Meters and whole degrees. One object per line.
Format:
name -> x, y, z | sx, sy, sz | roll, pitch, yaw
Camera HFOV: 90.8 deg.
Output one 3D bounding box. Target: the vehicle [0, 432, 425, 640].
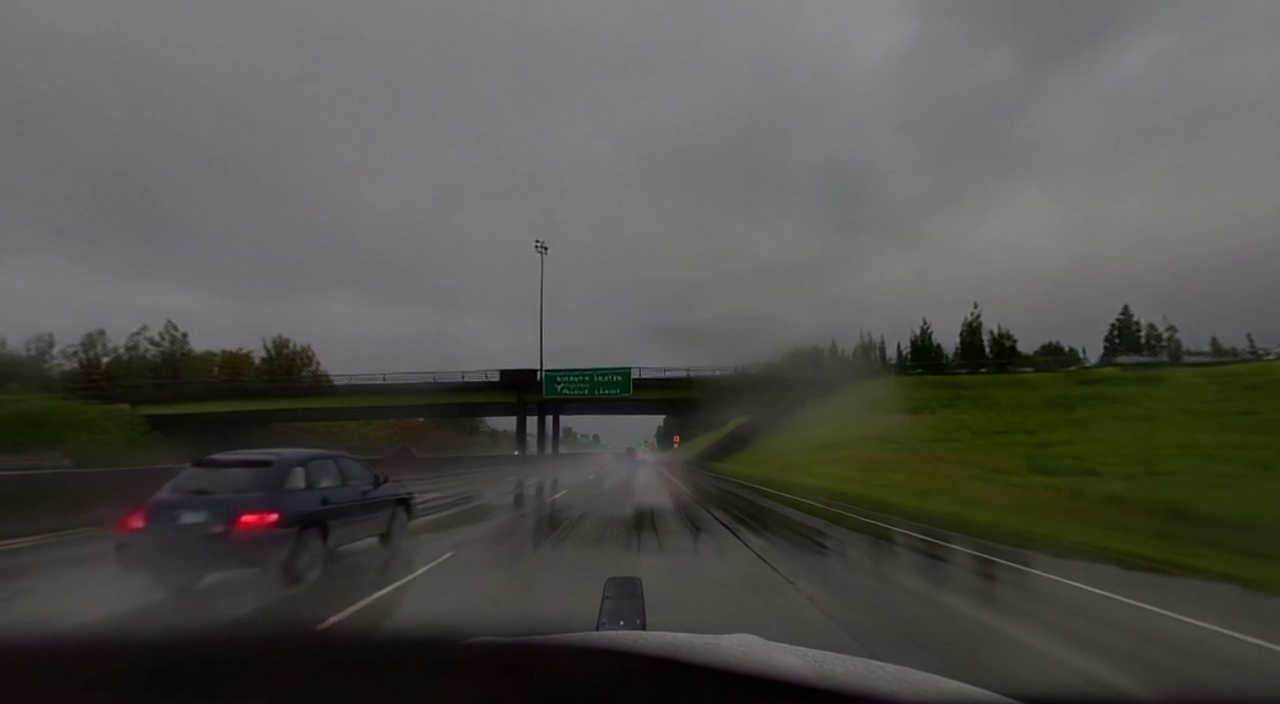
vehicle -> -4.043, 1.675, 6.750 | 1.992, 1.504, 4.117 | 0, -9, 0
